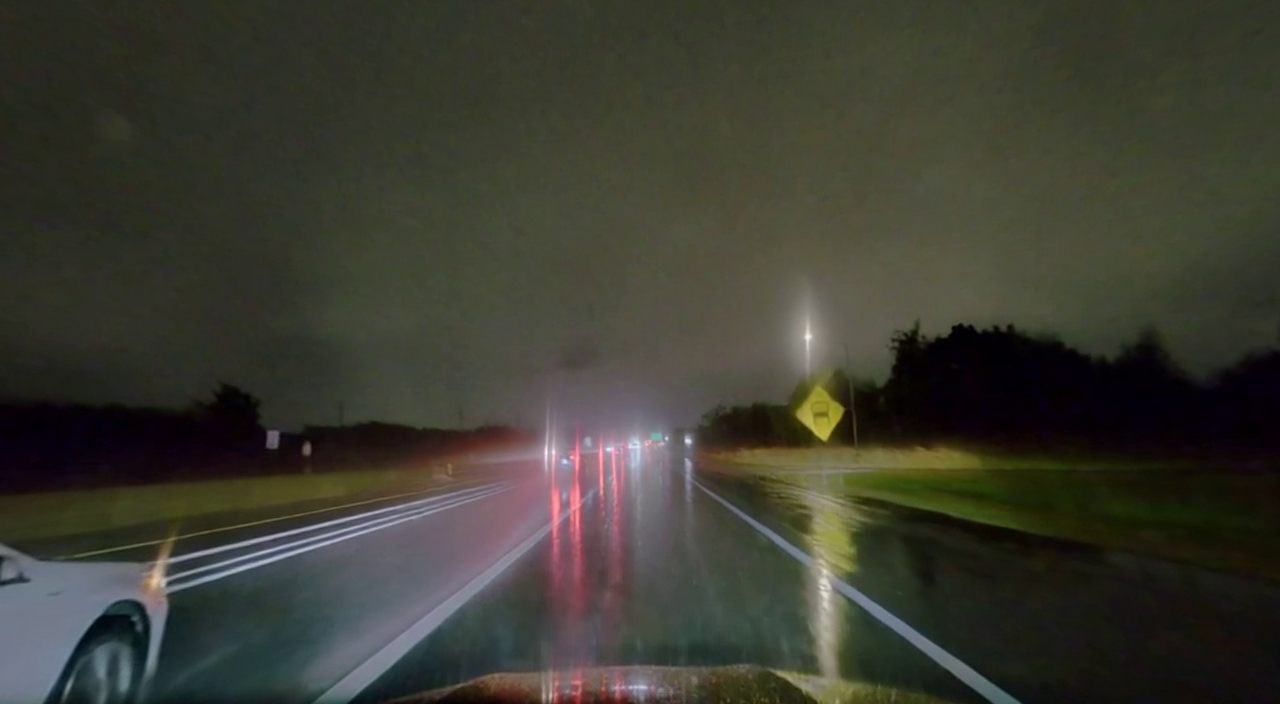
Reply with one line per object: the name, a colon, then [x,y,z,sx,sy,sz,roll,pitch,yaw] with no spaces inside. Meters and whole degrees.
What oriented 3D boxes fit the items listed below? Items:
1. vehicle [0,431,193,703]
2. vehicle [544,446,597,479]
vehicle: [-3.957,0.951,1.824,2.011,1.481,4.434,0,-9,1]
vehicle: [-3.357,5.455,31.377,2.044,1.527,4.607,0,-9,1]
